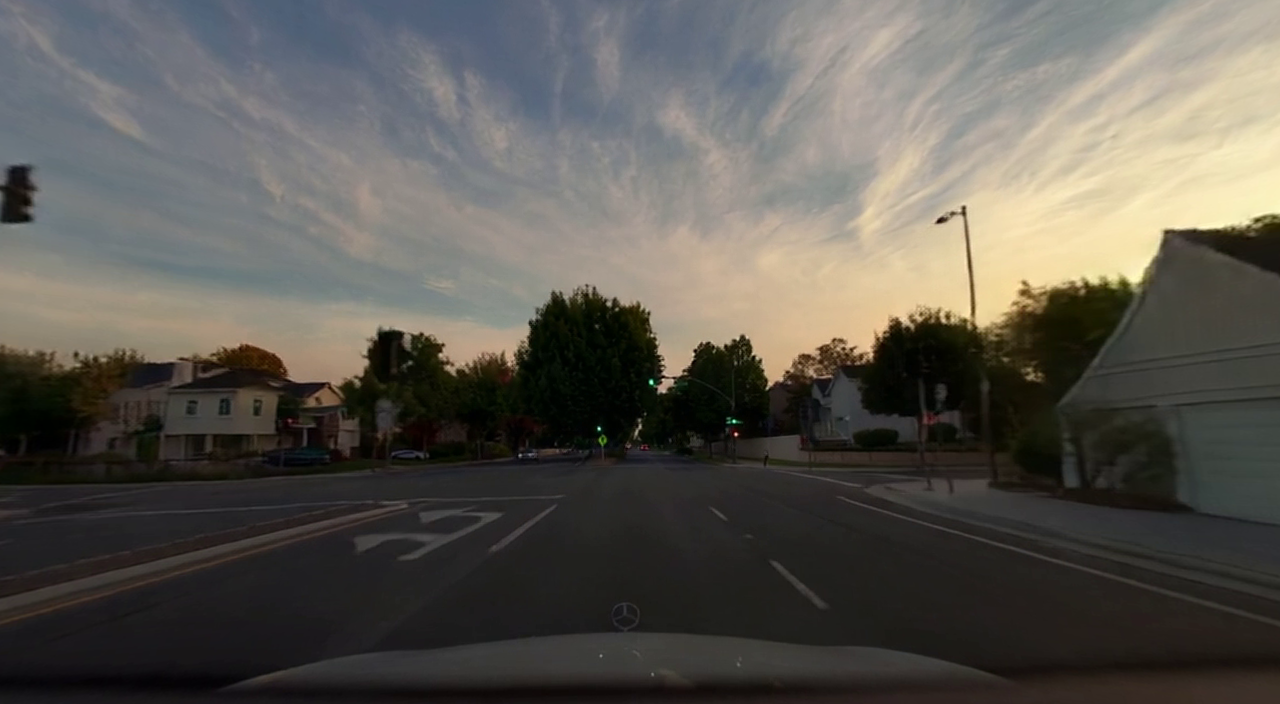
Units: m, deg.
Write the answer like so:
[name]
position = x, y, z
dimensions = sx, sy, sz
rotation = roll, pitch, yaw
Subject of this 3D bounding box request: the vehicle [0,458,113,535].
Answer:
[vehicle]
position = -14.631, 3.251, 14.662
dimensions = 2.018, 1.500, 4.433
rotation = 2, -9, -17
